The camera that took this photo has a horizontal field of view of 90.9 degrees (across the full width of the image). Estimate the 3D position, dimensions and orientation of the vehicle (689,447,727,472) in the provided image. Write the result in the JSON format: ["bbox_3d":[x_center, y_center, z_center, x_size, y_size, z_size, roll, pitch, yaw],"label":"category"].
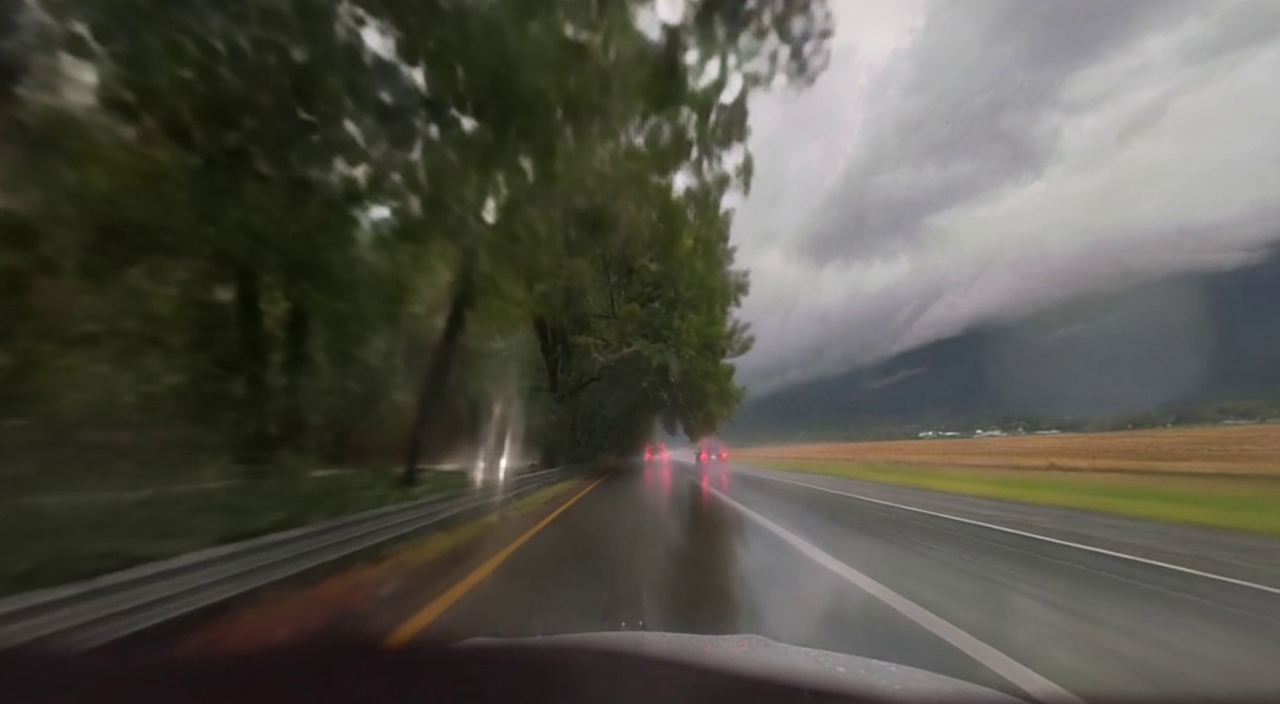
[{"bbox_3d":[4.280,6.853,40.236,1.846,1.485,3.679,0,-9,-3],"label":"vehicle"}]

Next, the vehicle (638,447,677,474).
[{"bbox_3d":[0.962,6.406,37.274,2.162,1.492,3.975,0,-9,-1],"label":"vehicle"}]
